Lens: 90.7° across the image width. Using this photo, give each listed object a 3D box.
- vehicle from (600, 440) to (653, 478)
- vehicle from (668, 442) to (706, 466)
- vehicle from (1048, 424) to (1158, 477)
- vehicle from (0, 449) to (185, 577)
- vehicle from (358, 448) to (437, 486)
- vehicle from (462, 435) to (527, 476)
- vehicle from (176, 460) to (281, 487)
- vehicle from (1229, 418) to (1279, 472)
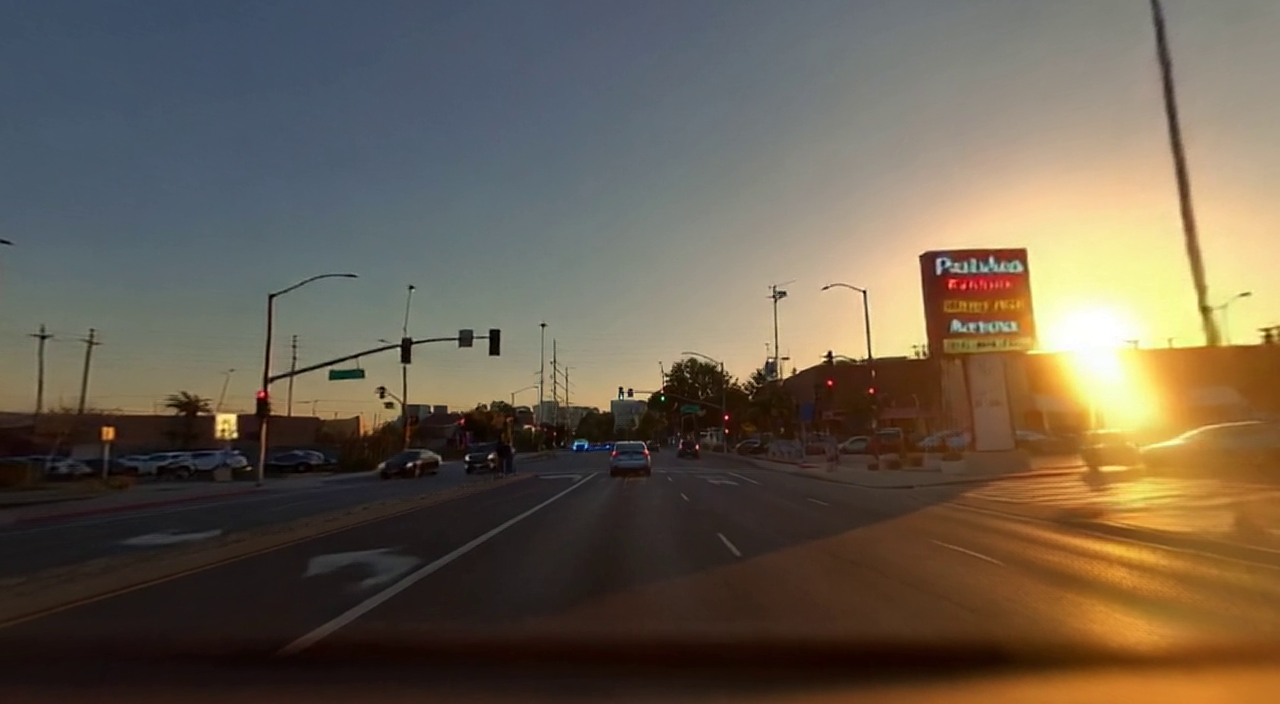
[{"bbox_3d":[-0.586,4.748,28.214,2.160,1.508,4.319,0,-9,-1],"label":"vehicle"},{"bbox_3d":[3.062,6.793,42.066,2.060,1.471,4.168,0,-9,-2],"label":"vehicle"},{"bbox_3d":[14.792,3.119,20.104,1.985,1.479,4.580,-9,-12,44],"label":"vehicle"},{"bbox_3d":[-8.493,2.025,8.244,1.894,1.486,4.359,0,-9,0],"label":"vehicle"},{"bbox_3d":[-11.784,5.602,31.153,2.039,1.630,4.878,1,-8,-2],"label":"vehicle"},{"bbox_3d":[-8.606,6.181,38.095,2.440,2.225,6.346,0,-9,0],"label":"vehicle"},{"bbox_3d":[-23.963,7.073,36.936,4.788,1.464,1.927,-1,-9,2],"label":"vehicle"},{"bbox_3d":[20.475,2.915,20.262,2.012,1.556,4.432,-10,-11,44],"label":"vehicle"}]
